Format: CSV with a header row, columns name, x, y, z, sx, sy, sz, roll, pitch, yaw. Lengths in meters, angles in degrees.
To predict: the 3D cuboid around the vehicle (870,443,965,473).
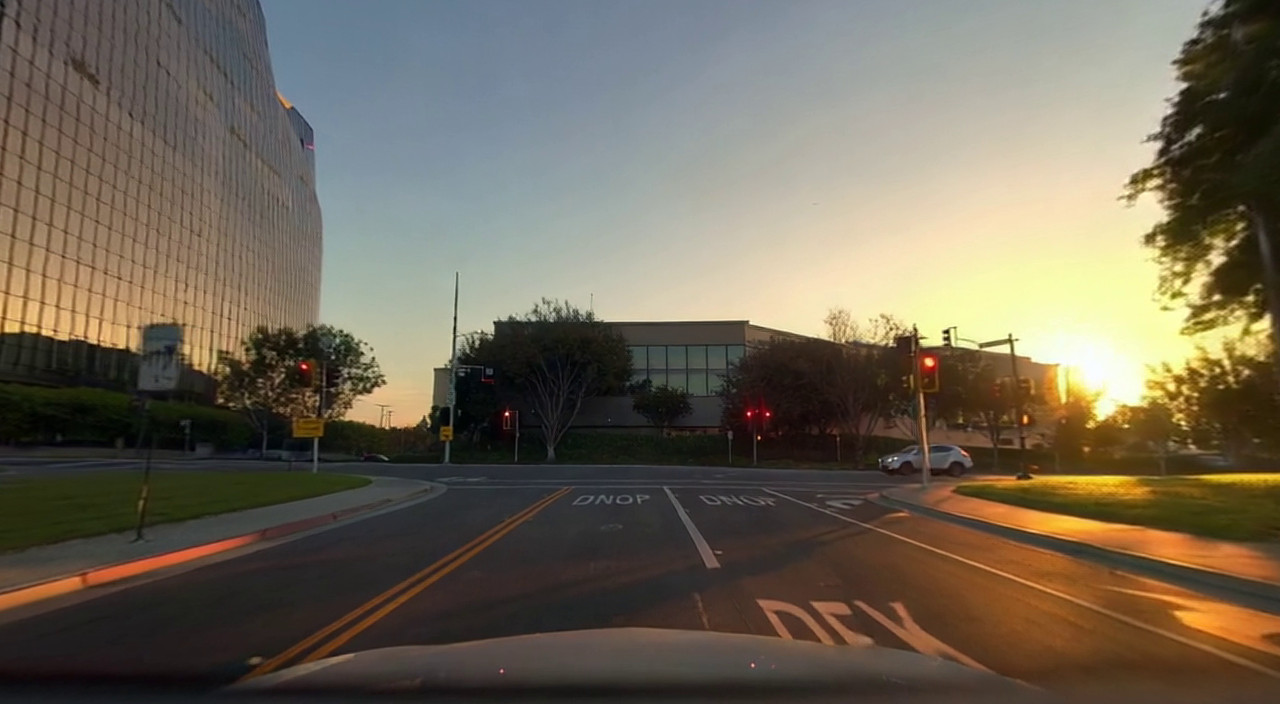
name,x,y,z,sx,sy,sz,roll,pitch,yaw
vehicle,16.454,6.288,37.541,4.715,1.671,2.030,0,-8,0
